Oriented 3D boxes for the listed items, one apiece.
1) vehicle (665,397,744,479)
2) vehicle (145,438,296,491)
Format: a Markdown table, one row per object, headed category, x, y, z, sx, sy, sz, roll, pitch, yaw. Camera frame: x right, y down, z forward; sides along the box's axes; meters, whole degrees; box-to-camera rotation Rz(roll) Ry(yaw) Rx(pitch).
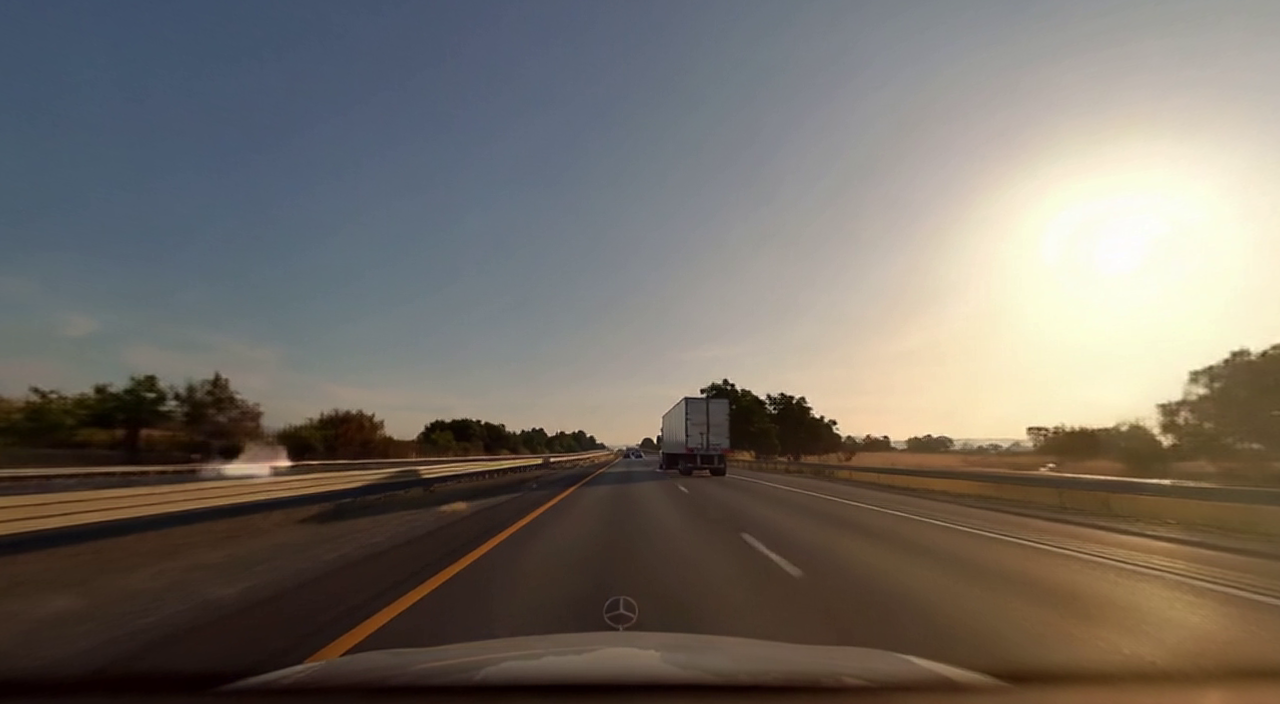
| category | x | y | z | sx | sy | sz | roll | pitch | yaw |
| --- | --- | --- | --- | --- | --- | --- | --- | --- | --- |
| vehicle | 3.493 | 5.357 | 38.197 | 2.938 | 4.076 | 13.362 | 0 | -9 | -2 |
| vehicle | -13.062 | 3.524 | 19.960 | 1.861 | 1.498 | 4.278 | 0 | -9 | -1 |
